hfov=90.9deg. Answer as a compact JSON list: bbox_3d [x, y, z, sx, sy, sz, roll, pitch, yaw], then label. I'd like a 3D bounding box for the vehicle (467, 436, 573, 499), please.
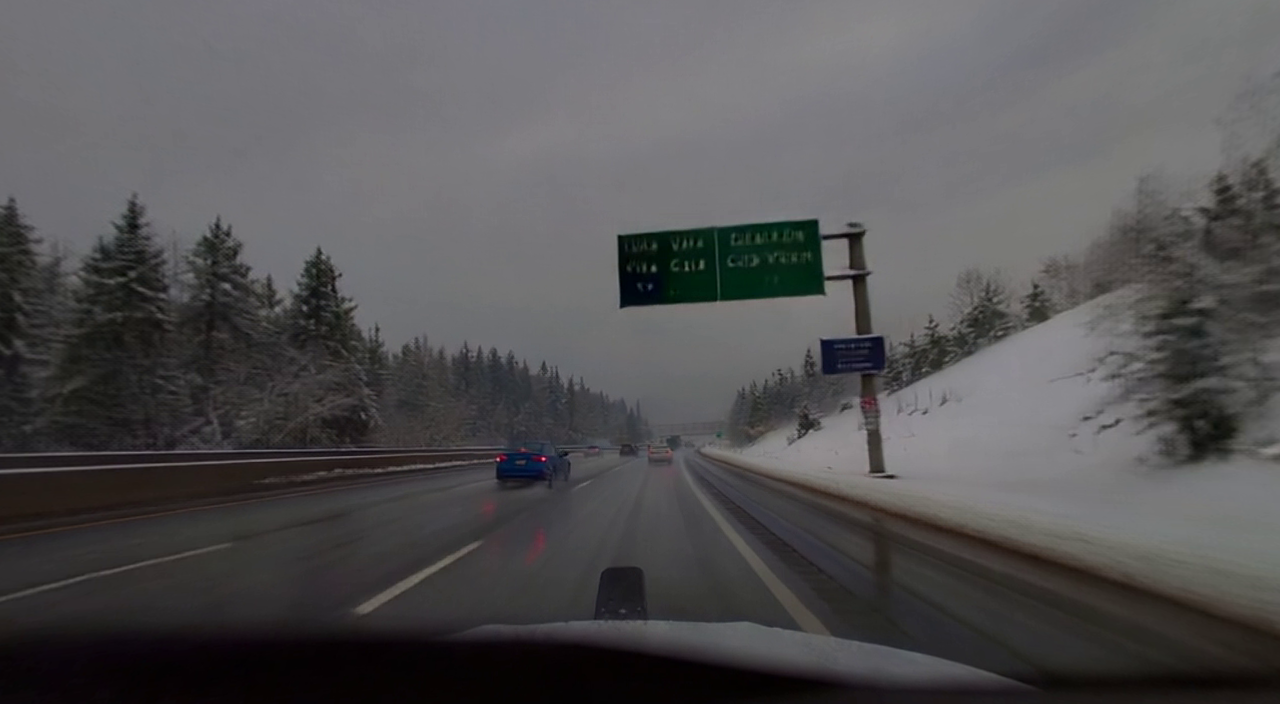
[{"bbox_3d":[-3.201,3.181,17.880,2.024,1.531,4.431,0,-8,1],"label":"vehicle"}]

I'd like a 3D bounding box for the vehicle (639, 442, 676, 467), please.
[{"bbox_3d":[1.141,6.311,39.078,2.113,1.464,4.073,0,-8,3],"label":"vehicle"}]
